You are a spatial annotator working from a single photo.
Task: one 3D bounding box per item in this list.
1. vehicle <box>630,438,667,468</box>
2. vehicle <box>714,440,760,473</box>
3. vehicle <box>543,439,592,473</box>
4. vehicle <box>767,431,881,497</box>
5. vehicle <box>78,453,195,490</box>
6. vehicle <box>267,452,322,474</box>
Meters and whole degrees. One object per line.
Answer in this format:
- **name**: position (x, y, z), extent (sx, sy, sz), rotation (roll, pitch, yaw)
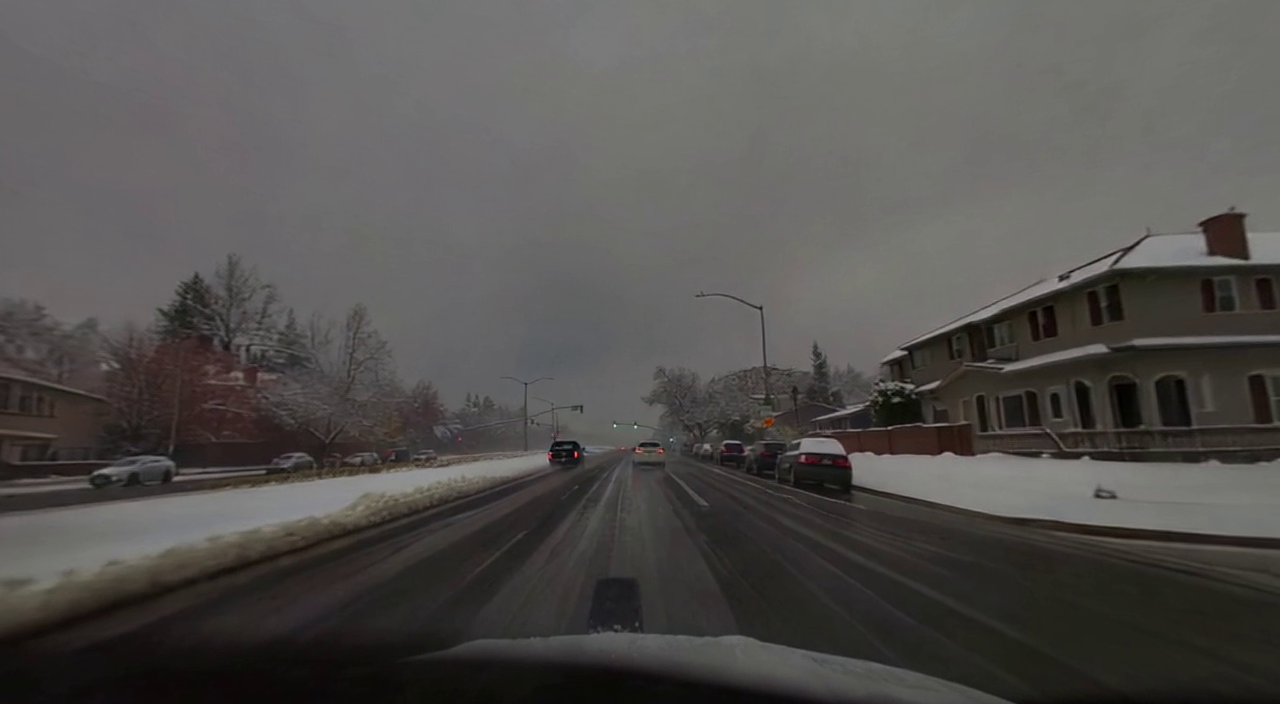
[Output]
- **vehicle**: position (0.462, 6.728, 42.187), extent (2.273, 1.851, 5.075), rotation (0, -9, -1)
- **vehicle**: position (5.518, 6.022, 36.575), extent (2.020, 1.762, 4.559), rotation (0, -9, 1)
- **vehicle**: position (-4.004, 5.814, 35.599), extent (2.233, 1.775, 4.491), rotation (0, -9, 0)
- **vehicle**: position (5.690, 3.527, 20.278), extent (2.154, 1.824, 4.782), rotation (0, -9, -1)
- **vehicle**: position (-25.933, 6.118, 32.814), extent (2.018, 1.721, 4.735), rotation (-1, -9, 2)
- **vehicle**: position (-26.207, 8.389, 48.069), extent (1.855, 1.552, 4.092), rotation (0, -9, -1)
